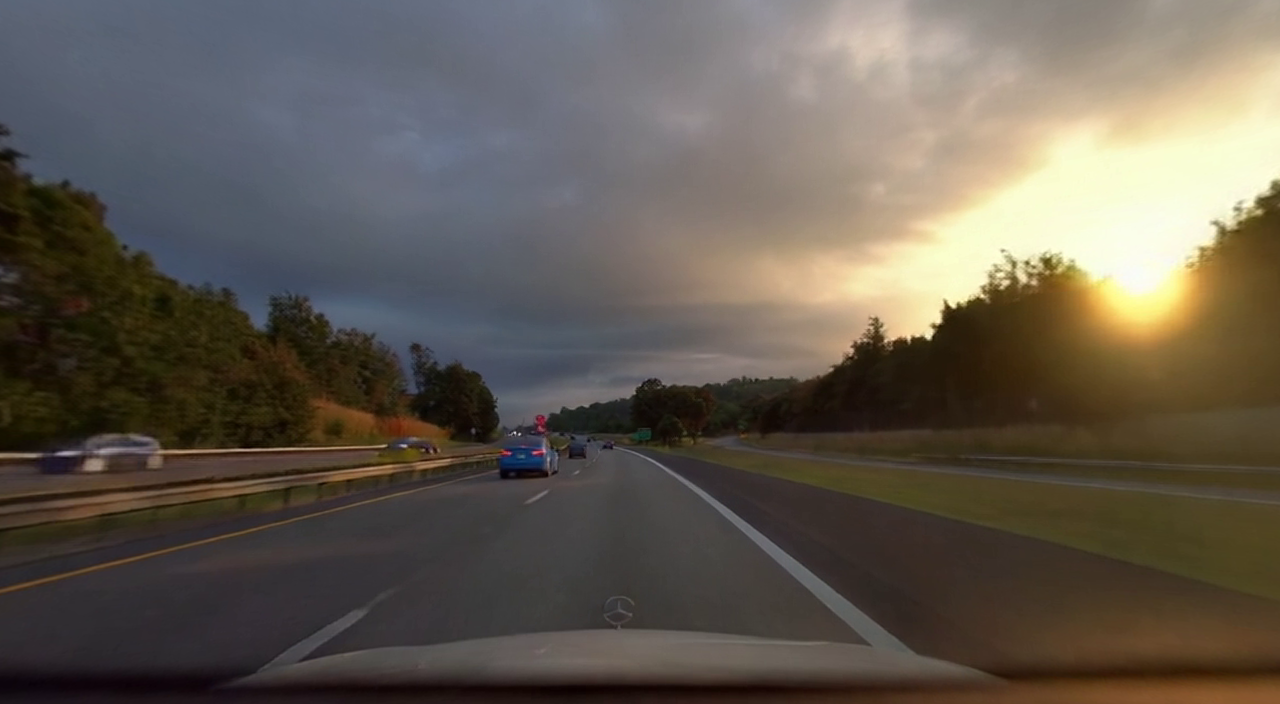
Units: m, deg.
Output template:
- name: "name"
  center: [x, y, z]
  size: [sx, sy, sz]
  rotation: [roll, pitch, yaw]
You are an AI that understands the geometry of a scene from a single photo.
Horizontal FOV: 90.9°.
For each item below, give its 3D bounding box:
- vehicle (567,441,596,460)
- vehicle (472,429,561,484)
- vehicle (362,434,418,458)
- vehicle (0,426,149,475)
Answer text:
- name: "vehicle"
  center: [-4.397, 7.431, 47.917]
  size: [1.874, 1.369, 3.875]
  rotation: [0, -8, -2]
- name: "vehicle"
  center: [-3.954, 3.441, 21.056]
  size: [2.047, 1.612, 4.631]
  rotation: [0, -8, 0]
- name: "vehicle"
  center: [-16.140, 6.100, 40.981]
  size: [1.838, 1.473, 4.625]
  rotation: [0, -8, -2]
- name: "vehicle"
  center: [-19.754, 3.406, 22.023]
  size: [1.885, 1.527, 4.124]
  rotation: [0, -8, -2]
